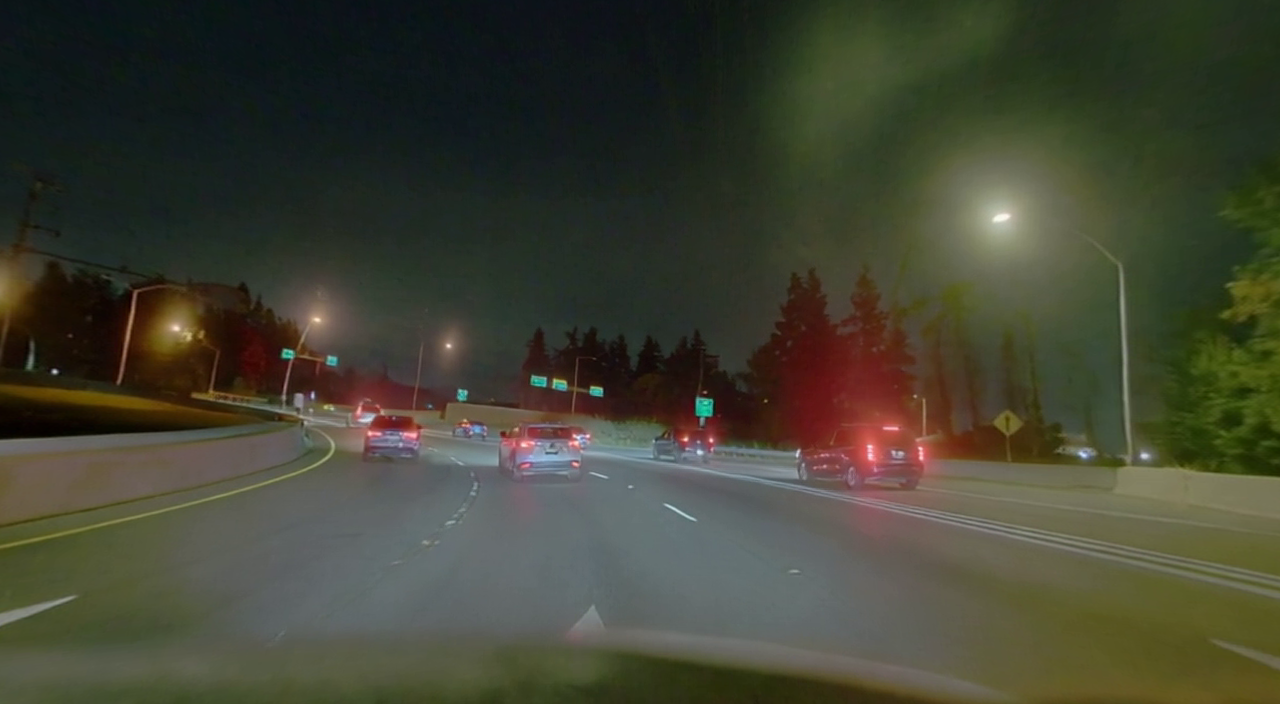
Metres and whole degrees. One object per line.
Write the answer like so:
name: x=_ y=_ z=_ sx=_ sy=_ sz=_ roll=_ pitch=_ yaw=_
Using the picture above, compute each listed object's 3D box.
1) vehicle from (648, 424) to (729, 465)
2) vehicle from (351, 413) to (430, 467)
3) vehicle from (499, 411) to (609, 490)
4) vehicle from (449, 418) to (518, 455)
vehicle: x=2.233 y=4.471 z=30.560 sx=2.079 sy=1.807 sz=4.682 roll=3 pitch=-9 yaw=-21
vehicle: x=-7.907 y=2.820 z=20.182 sx=2.033 sy=1.501 sz=4.623 roll=3 pitch=-9 yaw=-20
vehicle: x=-2.354 y=2.493 z=16.150 sx=2.140 sy=1.724 sz=4.304 roll=2 pitch=-9 yaw=-16
vehicle: x=-6.980 y=3.754 z=27.809 sx=1.832 sy=1.473 sz=4.364 roll=4 pitch=-9 yaw=-28
